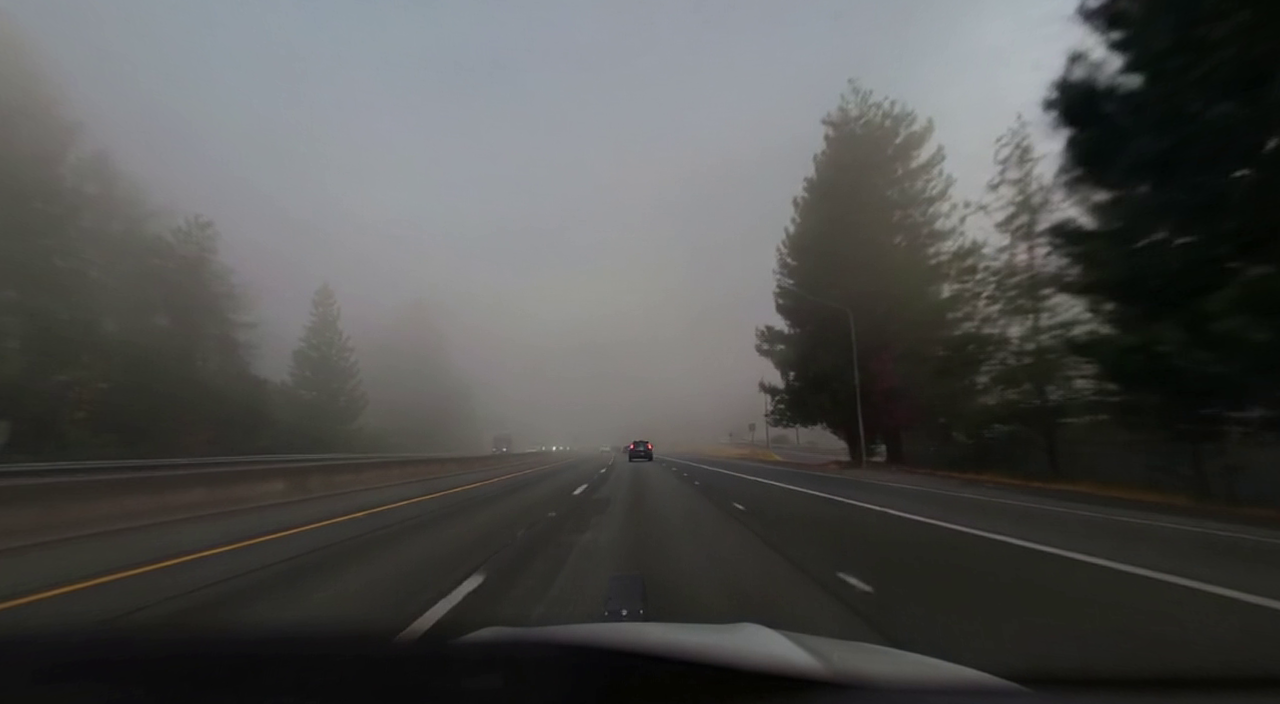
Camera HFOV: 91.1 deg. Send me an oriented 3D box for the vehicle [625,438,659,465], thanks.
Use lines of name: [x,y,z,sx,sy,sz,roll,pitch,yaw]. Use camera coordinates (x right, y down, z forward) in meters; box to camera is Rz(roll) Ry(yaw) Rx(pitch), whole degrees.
vehicle: [0.081,6.350,40.249,2.029,1.666,4.064,0,-8,-2]
